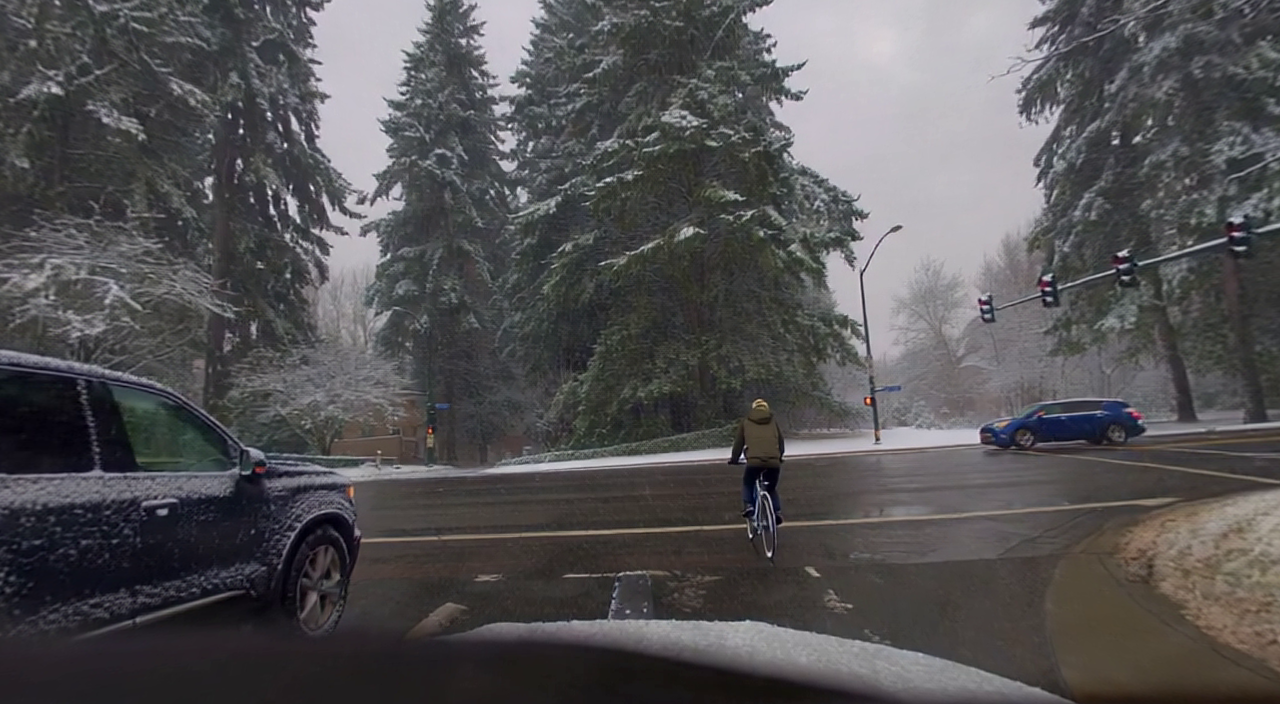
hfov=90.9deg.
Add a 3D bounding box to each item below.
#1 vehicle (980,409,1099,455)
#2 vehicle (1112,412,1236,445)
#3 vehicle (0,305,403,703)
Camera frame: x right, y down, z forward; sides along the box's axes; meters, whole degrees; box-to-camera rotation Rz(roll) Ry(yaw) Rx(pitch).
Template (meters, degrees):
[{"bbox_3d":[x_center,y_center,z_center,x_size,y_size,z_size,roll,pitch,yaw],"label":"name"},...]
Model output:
[{"bbox_3d":[18.578,3.748,29.378,4.237,1.948,1.997,0,-9,-9],"label":"vehicle"},{"bbox_3d":[25.769,3.725,30.489,4.716,1.507,1.904,2,-9,-11],"label":"vehicle"},{"bbox_3d":[-2.960,0.868,2.756,2.049,1.756,4.602,0,-8,0],"label":"vehicle"}]
